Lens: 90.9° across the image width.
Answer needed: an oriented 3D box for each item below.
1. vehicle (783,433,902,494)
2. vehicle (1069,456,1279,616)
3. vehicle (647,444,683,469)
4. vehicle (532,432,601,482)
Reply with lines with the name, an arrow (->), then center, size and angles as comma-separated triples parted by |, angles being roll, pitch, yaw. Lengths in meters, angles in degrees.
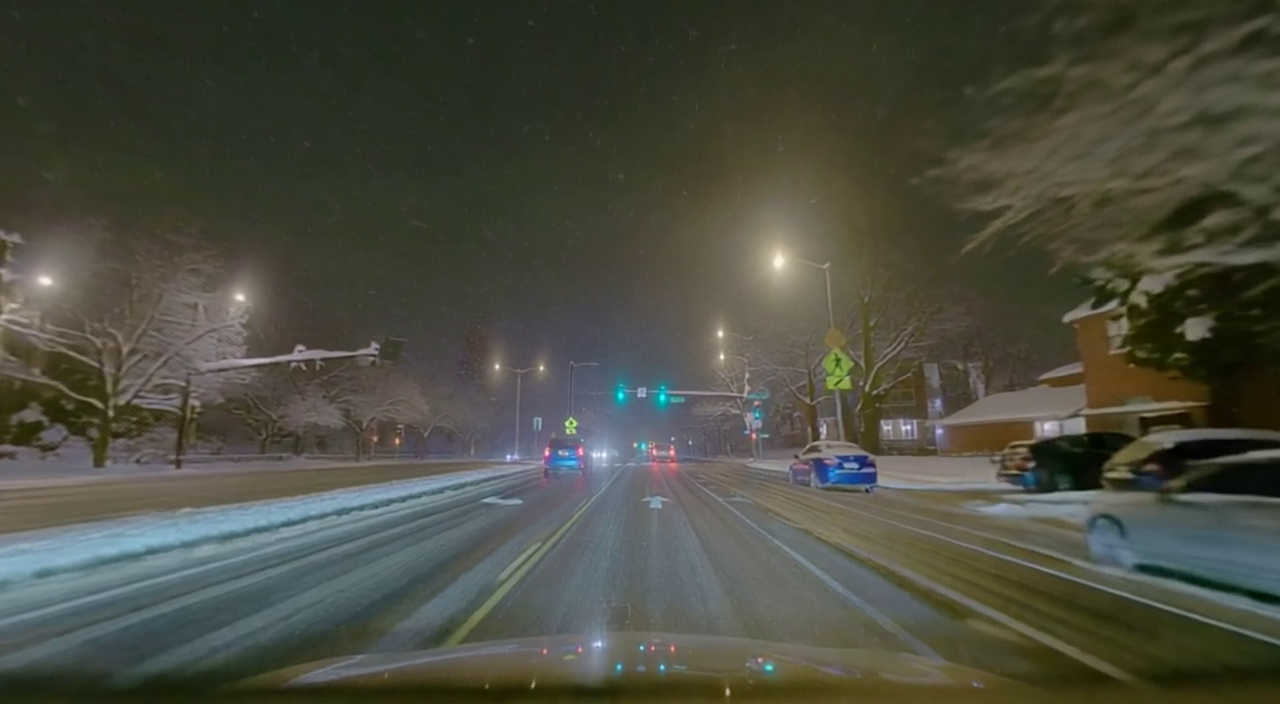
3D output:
vehicle -> 6.273, 3.519, 20.254 | 2.038, 1.687, 4.985 | 0, -8, -2
vehicle -> 6.126, 1.608, 5.701 | 1.784, 1.253, 3.905 | 0, -8, 1
vehicle -> 1.496, 6.514, 39.537 | 2.075, 1.480, 3.920 | 0, -8, 0
vehicle -> -2.863, 4.228, 25.600 | 2.150, 1.812, 4.423 | 0, -8, 1
